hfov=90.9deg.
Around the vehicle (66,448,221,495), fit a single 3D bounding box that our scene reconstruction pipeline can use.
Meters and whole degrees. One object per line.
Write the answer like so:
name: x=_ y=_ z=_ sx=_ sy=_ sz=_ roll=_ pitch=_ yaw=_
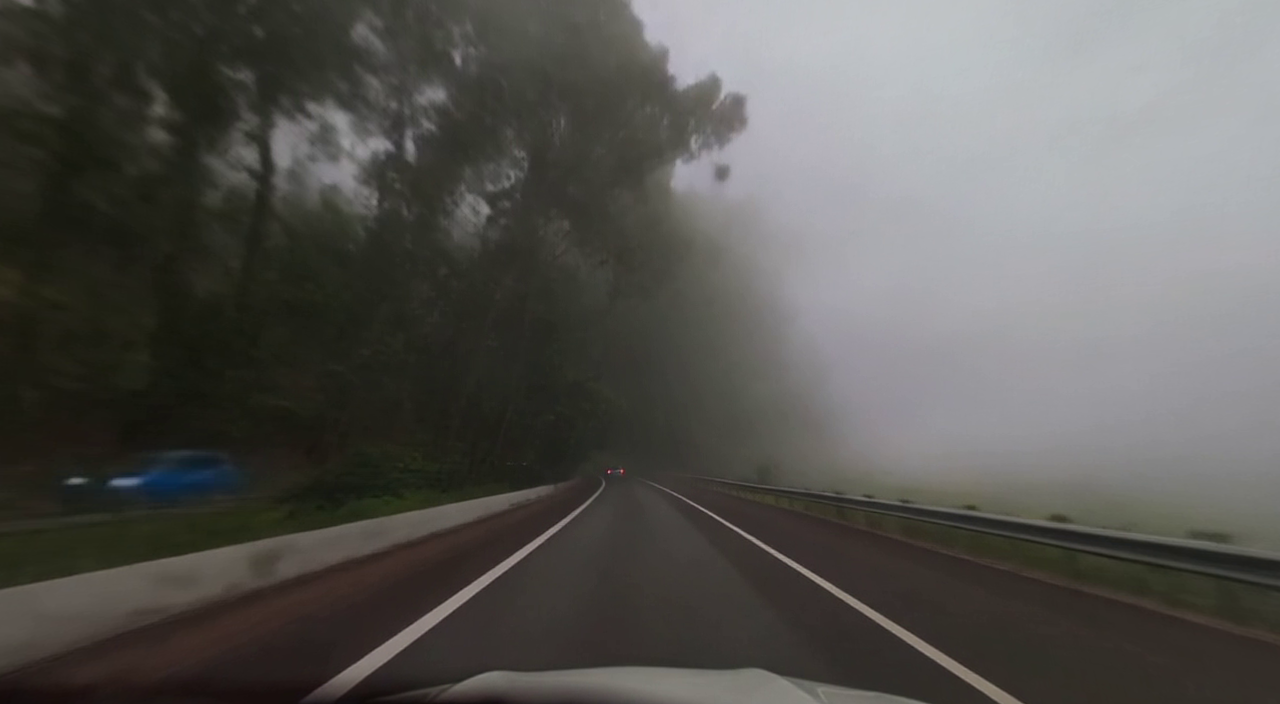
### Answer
vehicle: x=-17.667 y=4.303 z=22.775 sx=1.882 sy=1.481 sz=4.548 roll=1 pitch=-11 yaw=-1
